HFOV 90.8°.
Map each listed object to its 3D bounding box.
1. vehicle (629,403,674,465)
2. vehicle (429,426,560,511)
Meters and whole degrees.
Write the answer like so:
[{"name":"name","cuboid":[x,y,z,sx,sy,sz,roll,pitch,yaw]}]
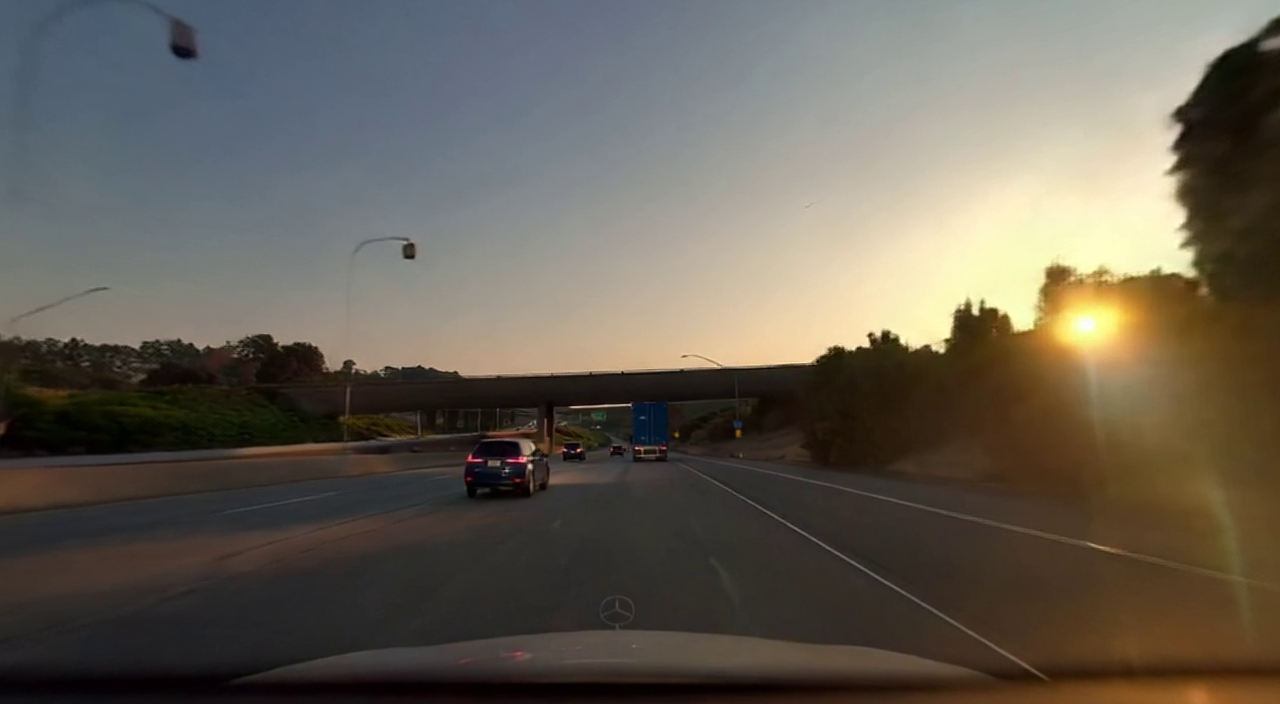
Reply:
[{"name":"vehicle","cuboid":[0.851,6.166,46.856,2.964,4.063,10.072,0,-8,1]},{"name":"vehicle","cuboid":[-3.272,2.733,15.302,2.077,1.716,4.514,0,-8,0]}]
